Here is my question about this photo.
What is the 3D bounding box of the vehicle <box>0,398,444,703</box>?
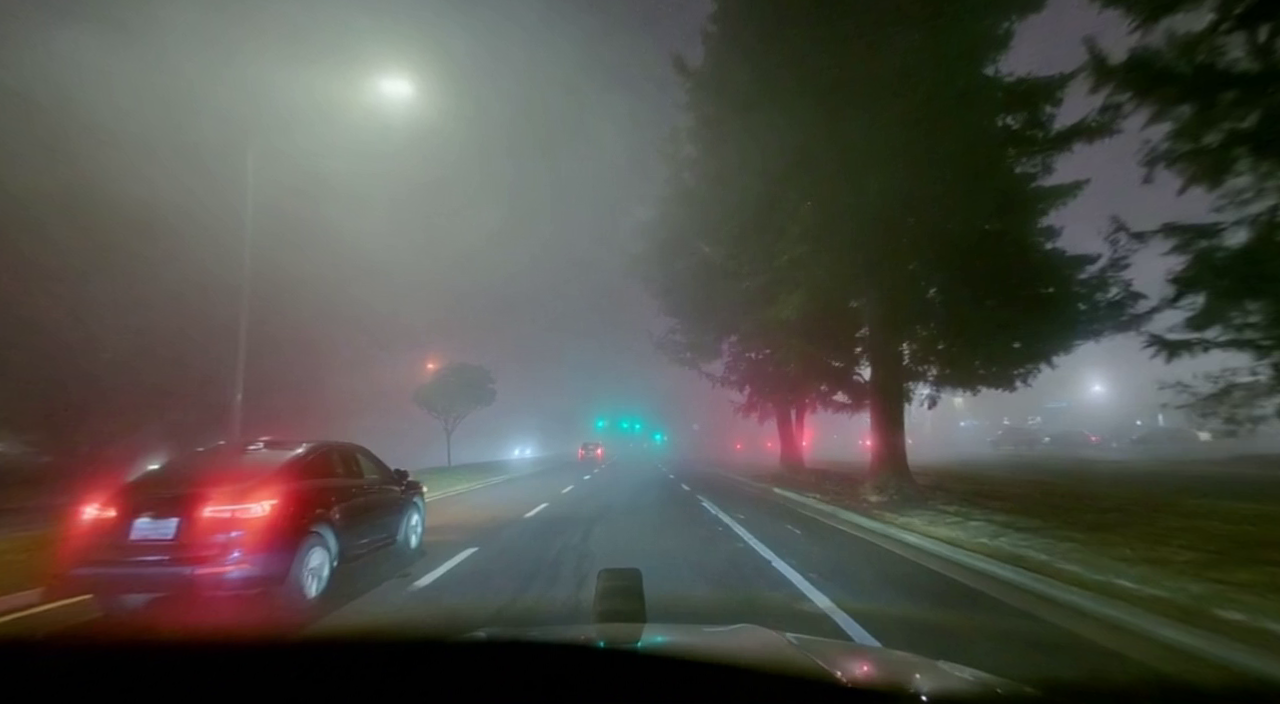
[{"bbox_3d":[-3.467,1.325,5.354,2.011,1.498,4.914,0,-8,0],"label":"vehicle"}]

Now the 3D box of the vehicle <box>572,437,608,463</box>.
[{"bbox_3d":[-3.510,7.019,45.221,2.138,1.733,4.427,0,-8,0],"label":"vehicle"}]

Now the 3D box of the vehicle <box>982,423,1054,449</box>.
[{"bbox_3d":[27.181,6.139,45.648,1.837,1.720,4.764,1,-9,-7],"label":"vehicle"}]
